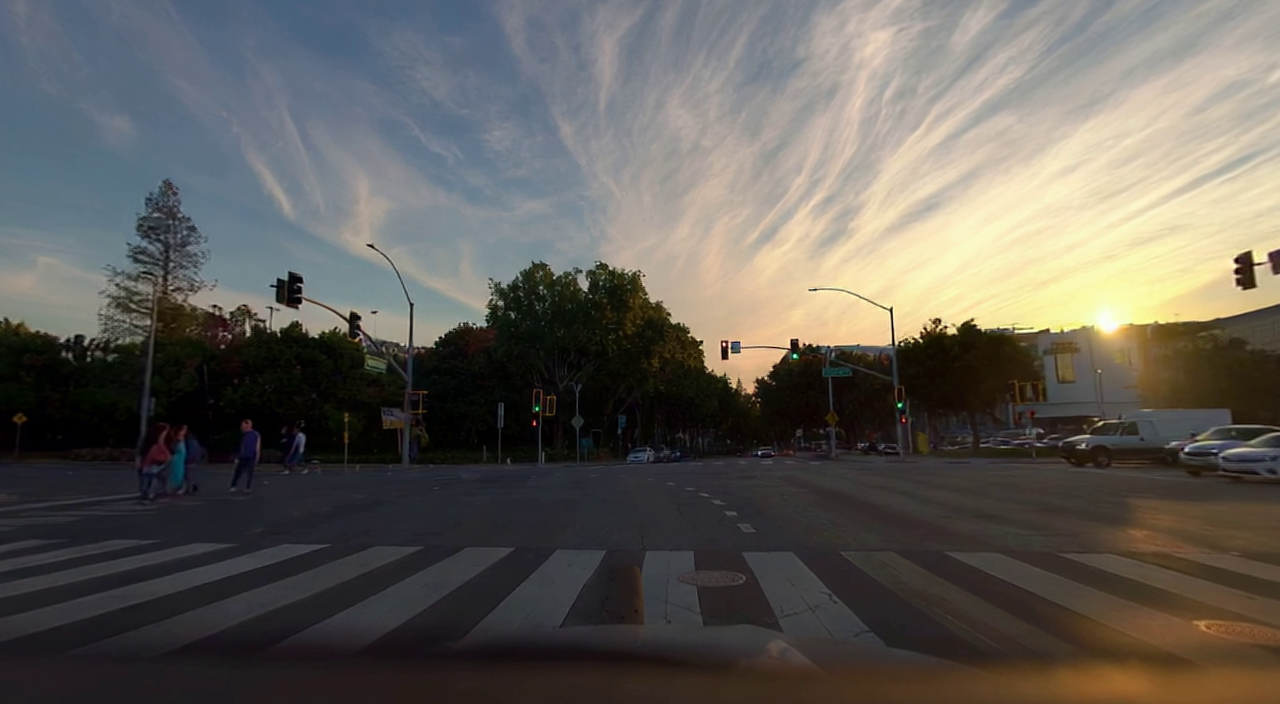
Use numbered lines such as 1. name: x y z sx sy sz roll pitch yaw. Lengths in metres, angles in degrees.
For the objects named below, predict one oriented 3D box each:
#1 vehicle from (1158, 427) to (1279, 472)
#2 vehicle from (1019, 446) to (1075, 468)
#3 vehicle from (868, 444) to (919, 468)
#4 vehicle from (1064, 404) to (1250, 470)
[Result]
1. vehicle: 21.272 3.377 21.964 4.740 1.464 1.876 -1 -9 3
2. vehicle: 27.682 7.133 43.088 1.589 1.405 3.633 -1 -9 5
3. vehicle: 17.500 7.189 43.766 1.789 1.557 4.293 0 -9 1
4. vehicle: 22.962 3.832 28.331 5.855 2.746 2.523 -1 -9 3
